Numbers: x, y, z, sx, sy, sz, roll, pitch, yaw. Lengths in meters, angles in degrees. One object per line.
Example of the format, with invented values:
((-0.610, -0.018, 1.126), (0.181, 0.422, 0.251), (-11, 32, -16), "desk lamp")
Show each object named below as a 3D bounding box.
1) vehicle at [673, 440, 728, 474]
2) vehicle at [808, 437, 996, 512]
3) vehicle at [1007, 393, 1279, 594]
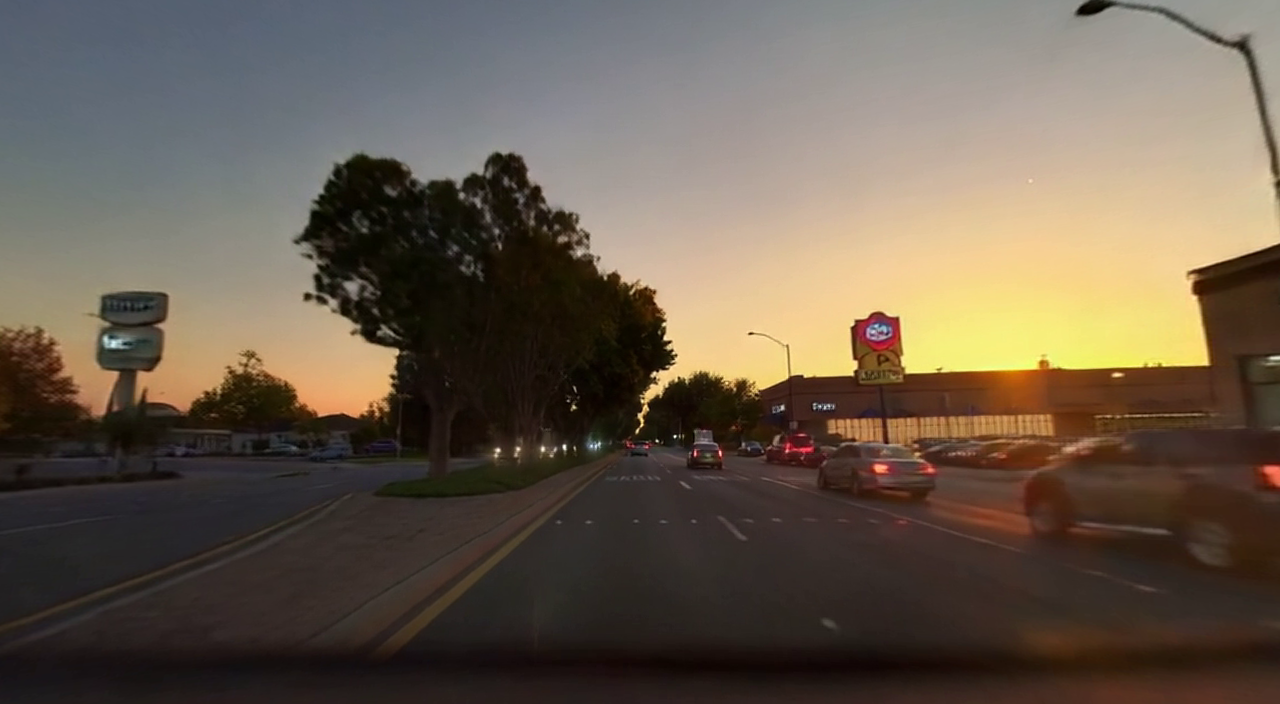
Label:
((2.776, 4.922, 29.888), (2.099, 1.463, 4.365), (0, -8, -1), "vehicle")
((5.966, 2.827, 15.216), (2.072, 1.491, 4.753), (1, -8, -7), "vehicle")
((6.919, 1.499, 7.161), (2.268, 1.822, 5.038), (1, -8, -3), "vehicle")
